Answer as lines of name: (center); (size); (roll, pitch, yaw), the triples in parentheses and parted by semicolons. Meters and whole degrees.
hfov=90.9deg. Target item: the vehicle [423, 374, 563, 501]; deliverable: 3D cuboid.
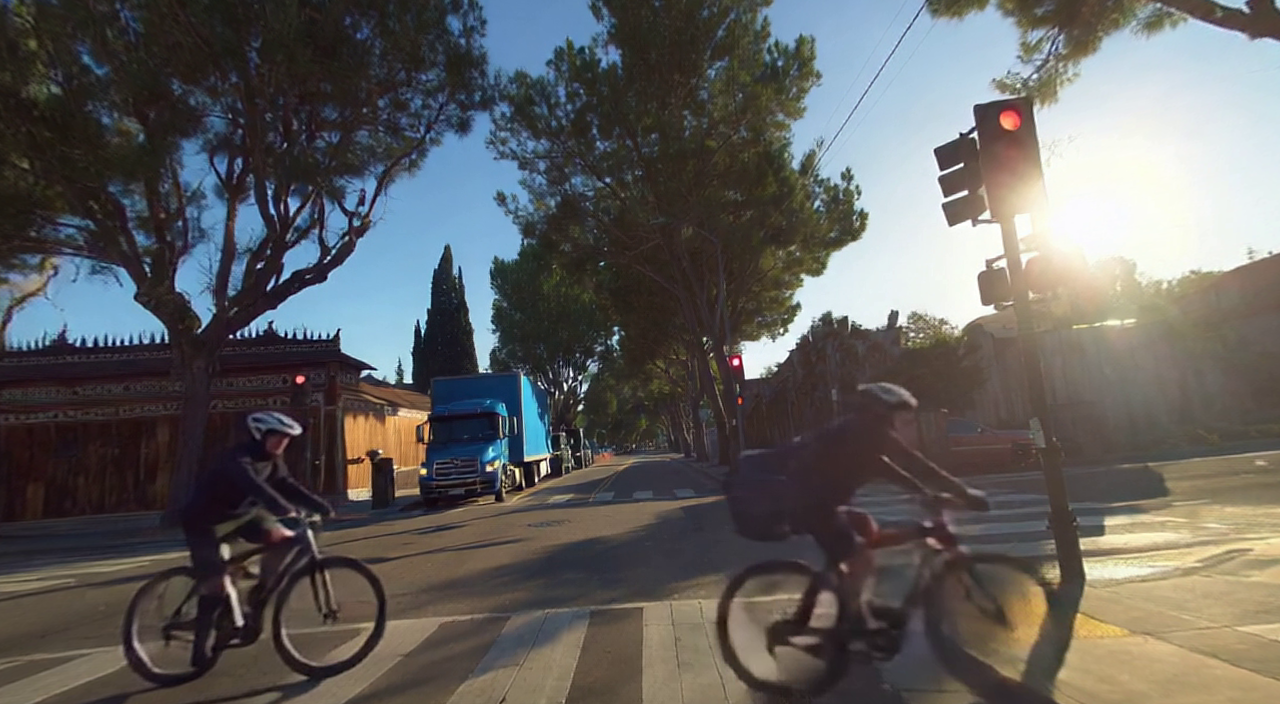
vehicle: (-5.799, 3.720, 27.160); (3.113, 4.041, 10.284); (-8, -8, 0)

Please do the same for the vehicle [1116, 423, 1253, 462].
vehicle: (24.938, 4.159, 29.023); (4.268, 1.695, 2.053); (0, -8, 3)

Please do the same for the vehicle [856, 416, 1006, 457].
vehicle: (10.686, 3.143, 23.427); (4.643, 1.456, 1.820); (-1, -8, 5)
